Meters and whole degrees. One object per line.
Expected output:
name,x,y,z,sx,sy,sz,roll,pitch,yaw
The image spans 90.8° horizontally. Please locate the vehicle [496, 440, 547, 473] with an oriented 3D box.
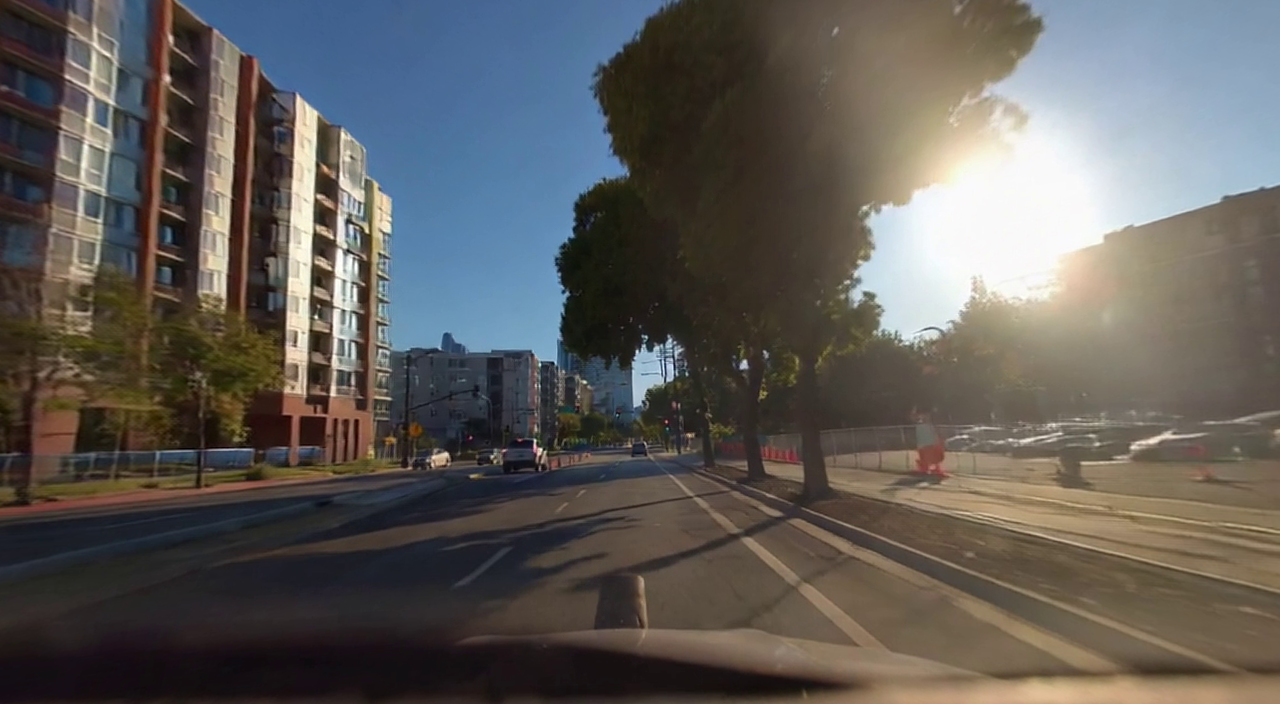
vehicle,-6.526,5.791,35.202,2.076,1.724,4.188,0,-9,-1
